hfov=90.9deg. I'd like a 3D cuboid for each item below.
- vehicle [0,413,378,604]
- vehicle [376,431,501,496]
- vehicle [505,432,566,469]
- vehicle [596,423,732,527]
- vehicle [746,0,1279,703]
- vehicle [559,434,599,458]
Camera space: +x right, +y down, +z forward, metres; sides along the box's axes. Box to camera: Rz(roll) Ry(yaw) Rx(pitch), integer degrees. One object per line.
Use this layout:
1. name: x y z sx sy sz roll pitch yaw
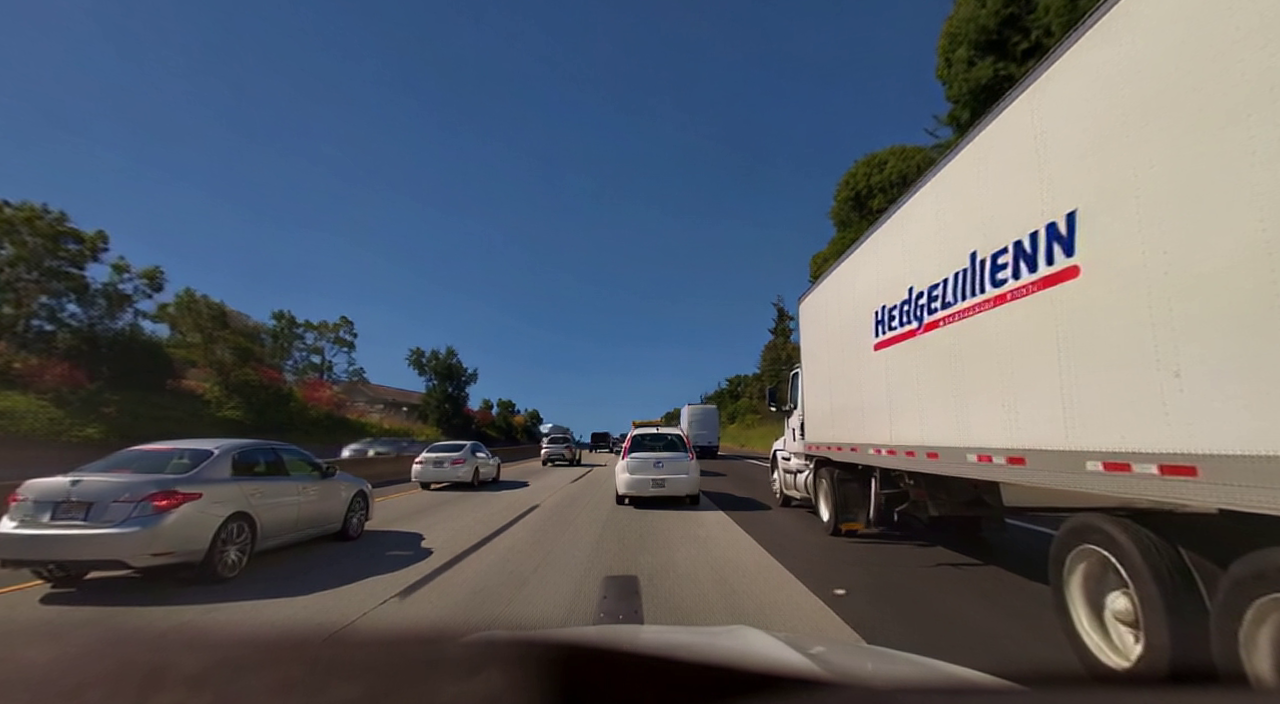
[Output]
1. vehicle: -4.586 1.505 6.941 1.821 1.514 3.677 0 -8 0
2. vehicle: -5.032 2.815 16.380 1.880 1.458 3.978 0 -8 1
3. vehicle: -4.537 4.339 28.035 1.887 1.493 4.411 0 -8 1
4. vehicle: 0.328 2.036 11.011 1.973 1.505 3.568 0 -8 -1
5. vehicle: 4.009 0.346 7.822 2.817 3.989 14.321 0 -8 0
6. vehicle: -3.836 5.964 40.174 2.005 1.475 4.466 0 -8 2
